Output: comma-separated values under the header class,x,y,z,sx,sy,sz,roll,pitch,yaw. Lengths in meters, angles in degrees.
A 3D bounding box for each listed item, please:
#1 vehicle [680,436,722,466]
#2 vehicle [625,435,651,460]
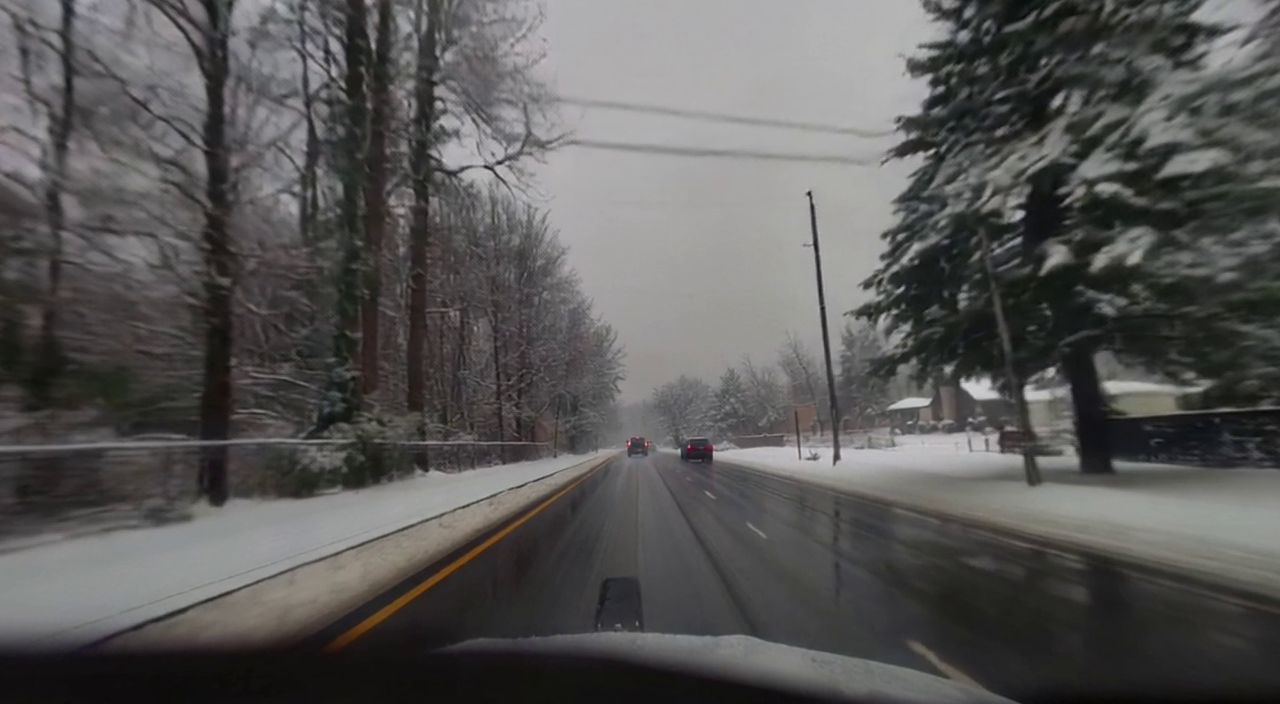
class,x,y,z,sx,sy,sz,roll,pitch,yaw
vehicle,3.485,5.778,36.883,1.888,1.640,4.044,0,-8,-2
vehicle,-0.183,7.502,49.667,1.925,1.799,4.257,0,-8,0
